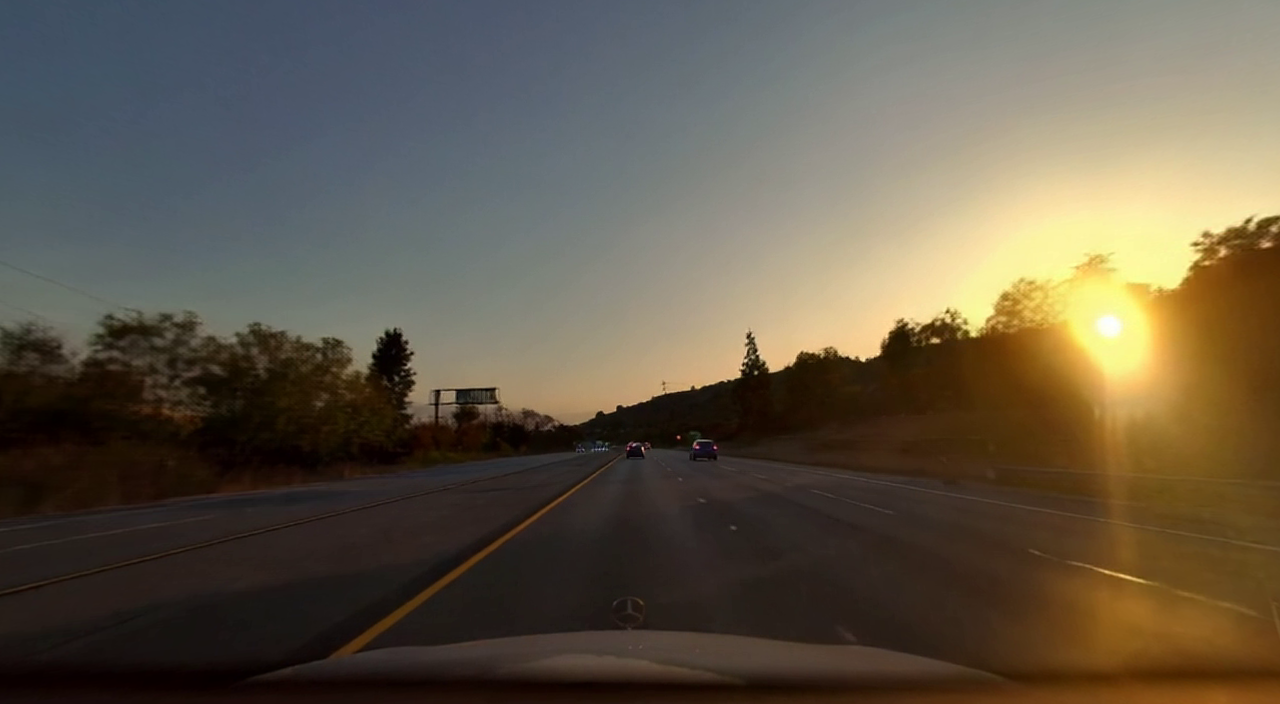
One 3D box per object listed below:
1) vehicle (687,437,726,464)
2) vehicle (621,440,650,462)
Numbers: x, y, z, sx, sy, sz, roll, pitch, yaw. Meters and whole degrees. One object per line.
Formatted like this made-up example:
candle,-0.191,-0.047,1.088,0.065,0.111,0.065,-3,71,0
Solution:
vehicle,4.157,6.264,39.993,2.037,1.609,4.036,0,-8,0
vehicle,-0.279,7.288,46.504,2.009,1.554,4.013,0,-8,1
